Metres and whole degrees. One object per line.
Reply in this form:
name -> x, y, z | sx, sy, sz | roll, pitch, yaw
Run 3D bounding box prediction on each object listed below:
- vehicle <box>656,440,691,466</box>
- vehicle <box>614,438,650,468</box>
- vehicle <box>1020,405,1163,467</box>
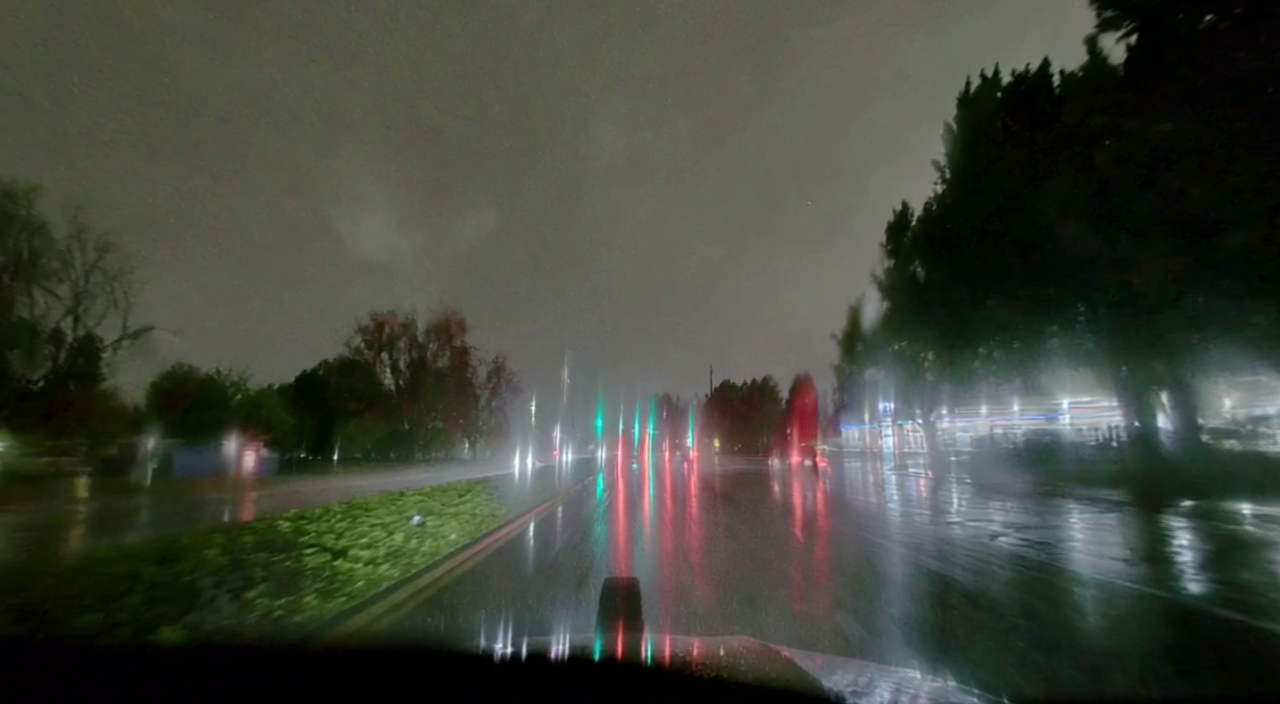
vehicle -> 2.366, 7.361, 46.281 | 2.140, 1.800, 4.660 | 0, -9, -2
vehicle -> -0.539, 6.675, 41.953 | 2.261, 1.820, 4.255 | 0, -9, -1
vehicle -> 28.996, 5.403, 40.564 | 8.711, 3.678, 2.870 | 3, -9, -21
